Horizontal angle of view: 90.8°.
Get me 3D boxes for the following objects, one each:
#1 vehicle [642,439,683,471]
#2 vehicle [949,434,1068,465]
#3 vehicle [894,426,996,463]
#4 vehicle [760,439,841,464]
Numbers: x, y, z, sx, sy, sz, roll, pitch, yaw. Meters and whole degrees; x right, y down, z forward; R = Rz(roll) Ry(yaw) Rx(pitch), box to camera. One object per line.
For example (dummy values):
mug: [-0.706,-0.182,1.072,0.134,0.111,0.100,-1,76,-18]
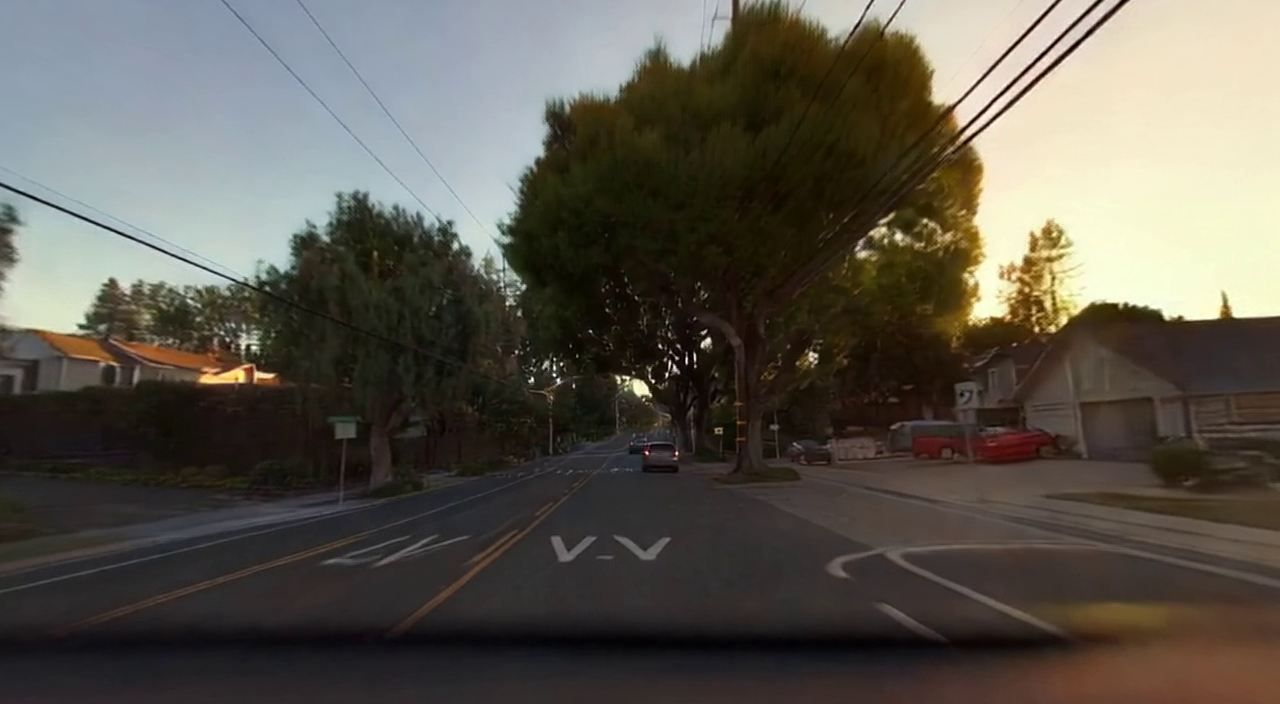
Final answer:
vehicle: [1.080,5.191,31.997,1.975,1.497,3.647,0,-9,0]
vehicle: [19.276,5.109,33.238,4.869,1.477,2.076,-1,-9,2]
vehicle: [17.382,5.282,36.173,4.635,2.026,2.258,0,-9,-4]
vehicle: [9.910,6.184,39.273,4.511,1.473,1.962,1,-8,-2]
